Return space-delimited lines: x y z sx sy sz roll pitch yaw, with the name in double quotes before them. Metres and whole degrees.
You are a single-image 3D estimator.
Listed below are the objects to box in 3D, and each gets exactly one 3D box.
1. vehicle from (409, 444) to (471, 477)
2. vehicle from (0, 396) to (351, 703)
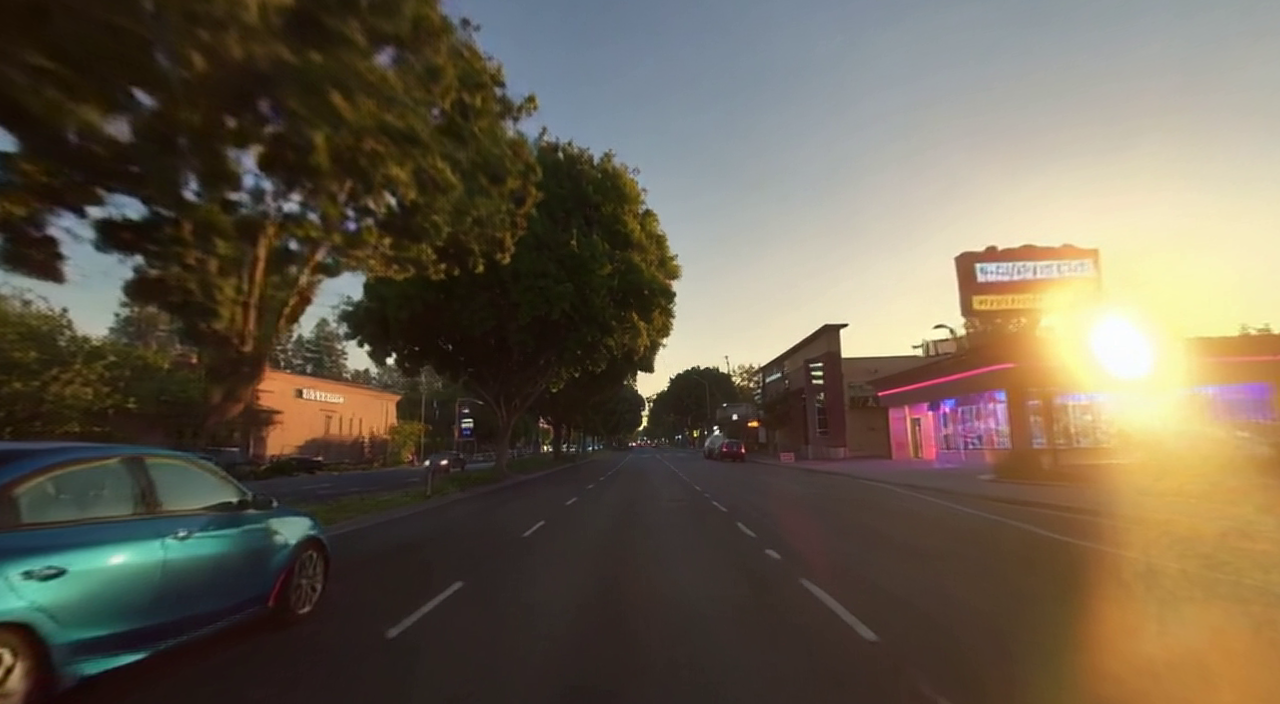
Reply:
"vehicle" -11.395 6.169 36.231 2.070 1.738 4.485 -1 -8 1
"vehicle" -3.036 0.874 1.929 2.082 1.460 4.636 0 -8 0
